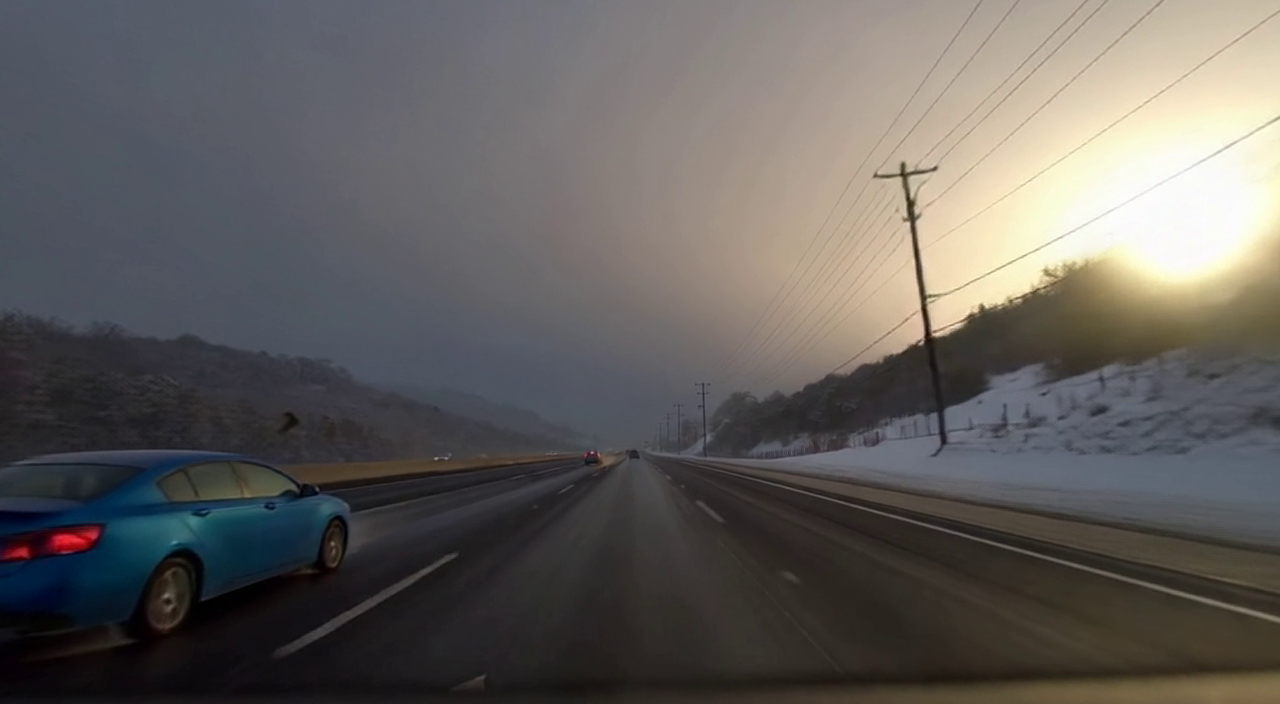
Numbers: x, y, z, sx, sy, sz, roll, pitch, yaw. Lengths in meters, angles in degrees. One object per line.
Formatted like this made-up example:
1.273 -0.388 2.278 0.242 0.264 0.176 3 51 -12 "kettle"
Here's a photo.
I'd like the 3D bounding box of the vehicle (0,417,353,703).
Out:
-4.153 1.258 4.297 2.064 1.489 4.966 0 -9 0 "vehicle"
